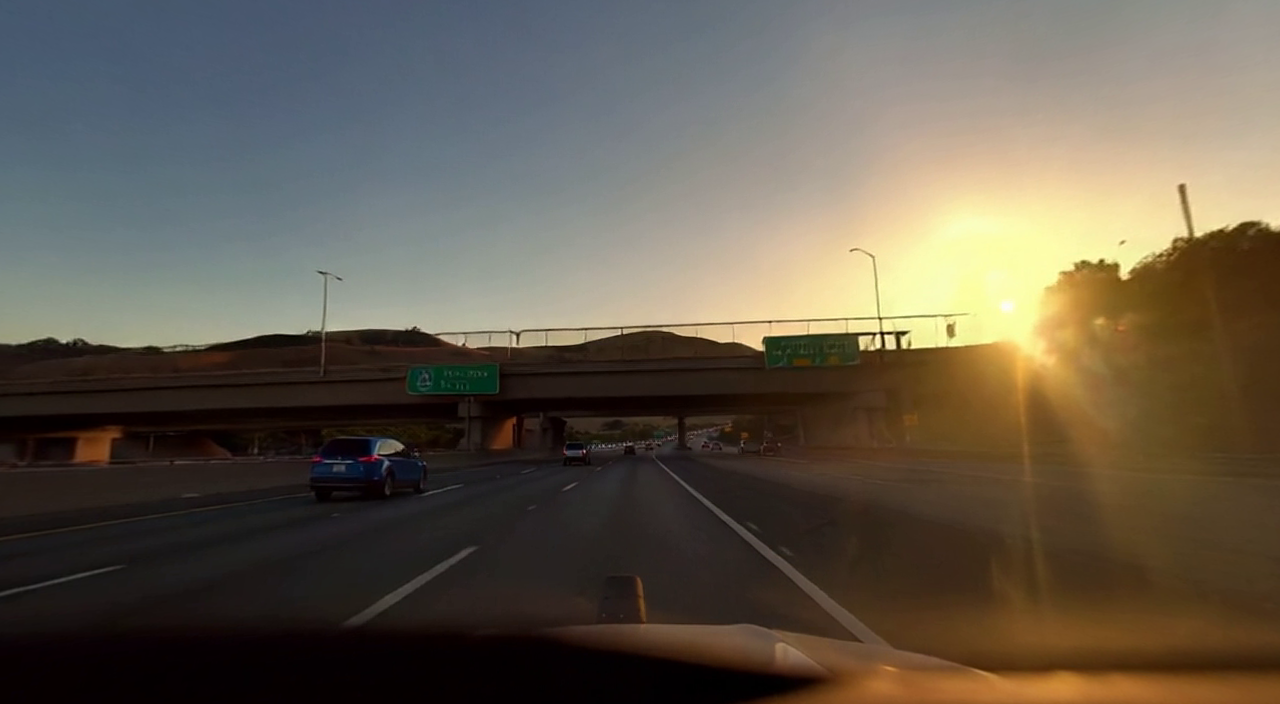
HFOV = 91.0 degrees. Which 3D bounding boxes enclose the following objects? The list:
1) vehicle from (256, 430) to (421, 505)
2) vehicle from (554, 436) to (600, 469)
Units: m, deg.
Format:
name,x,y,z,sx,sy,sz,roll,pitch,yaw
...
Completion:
name,x,y,z,sx,sy,sz,roll,pitch,yaw
vehicle,-7.766,3.016,16.886,2.092,1.712,4.627,0,-8,0
vehicle,-3.694,6.028,37.841,2.144,1.847,4.850,0,-8,1
